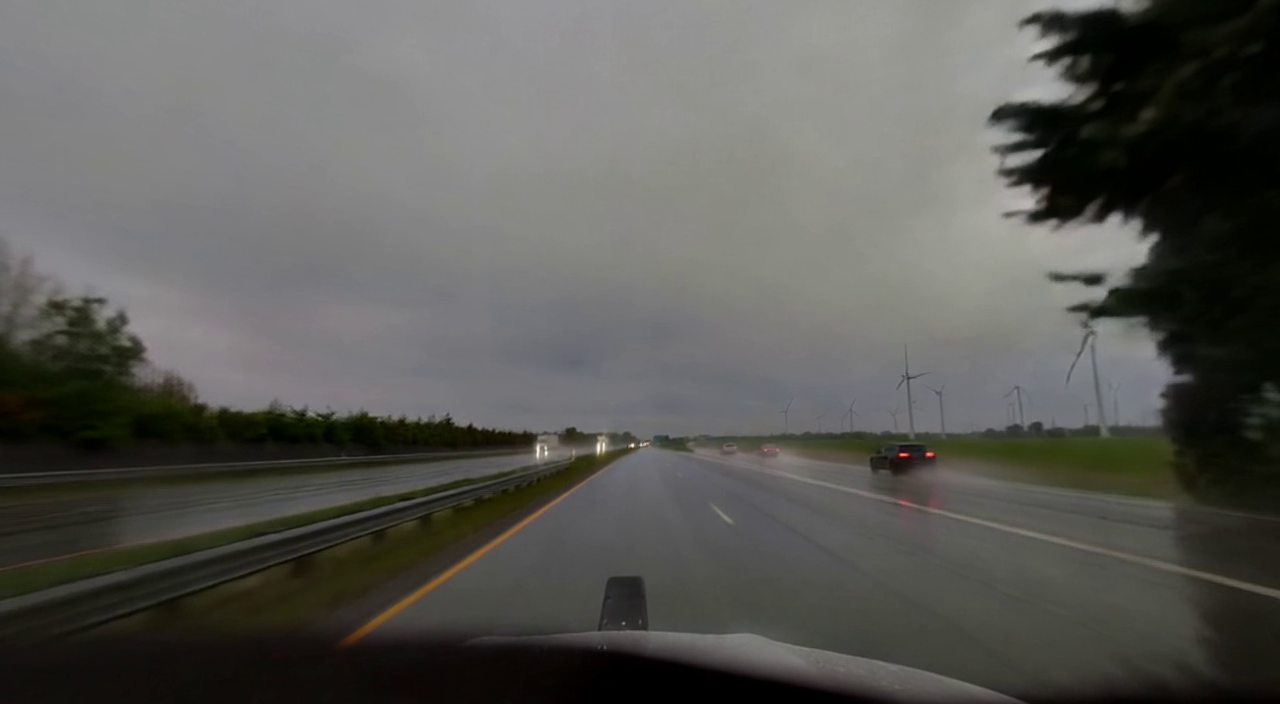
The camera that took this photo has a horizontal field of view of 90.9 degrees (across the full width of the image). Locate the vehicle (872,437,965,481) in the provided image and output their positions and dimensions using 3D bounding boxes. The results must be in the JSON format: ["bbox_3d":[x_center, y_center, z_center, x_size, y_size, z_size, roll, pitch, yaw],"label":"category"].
[{"bbox_3d":[11.705,4.520,26.867,1.897,1.669,4.825,0,-9,2],"label":"vehicle"}]
